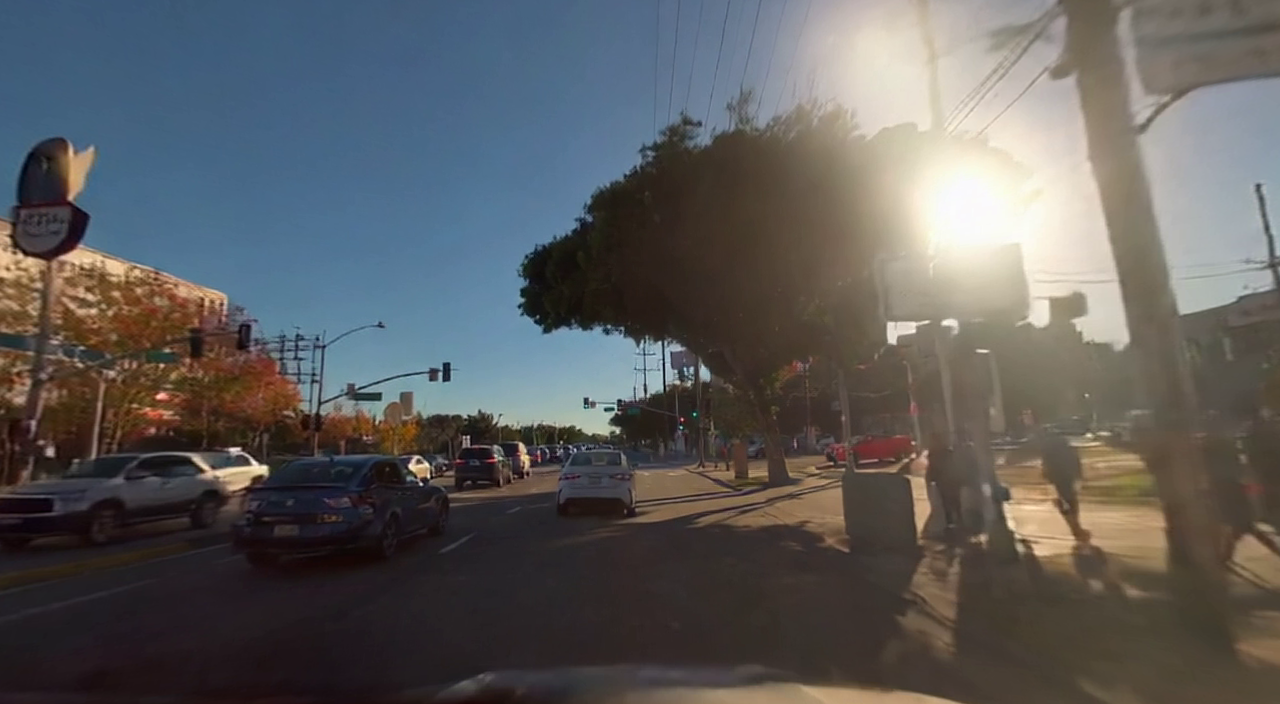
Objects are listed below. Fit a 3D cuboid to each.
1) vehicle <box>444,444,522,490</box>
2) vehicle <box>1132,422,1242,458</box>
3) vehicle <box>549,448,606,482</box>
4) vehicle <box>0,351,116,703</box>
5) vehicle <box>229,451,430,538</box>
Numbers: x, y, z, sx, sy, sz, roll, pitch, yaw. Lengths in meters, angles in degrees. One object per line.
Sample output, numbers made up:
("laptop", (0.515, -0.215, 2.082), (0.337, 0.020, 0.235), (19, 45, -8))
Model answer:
("vehicle", (-6.209, 4.567, 25.370), (2.012, 1.664, 3.917), (0, -8, 2))
("vehicle", (25.188, 4.115, 29.147), (1.690, 1.559, 3.521), (0, -9, -6))
("vehicle", (-2.855, 5.271, 29.709), (2.147, 1.472, 4.406), (0, -8, 1))
("vehicle", (-3.159, 0.561, 0.180), (2.042, 1.673, 4.516), (0, -8, 1))
("vehicle", (-6.358, 2.930, 13.675), (1.960, 1.479, 4.654), (0, -8, 0))
